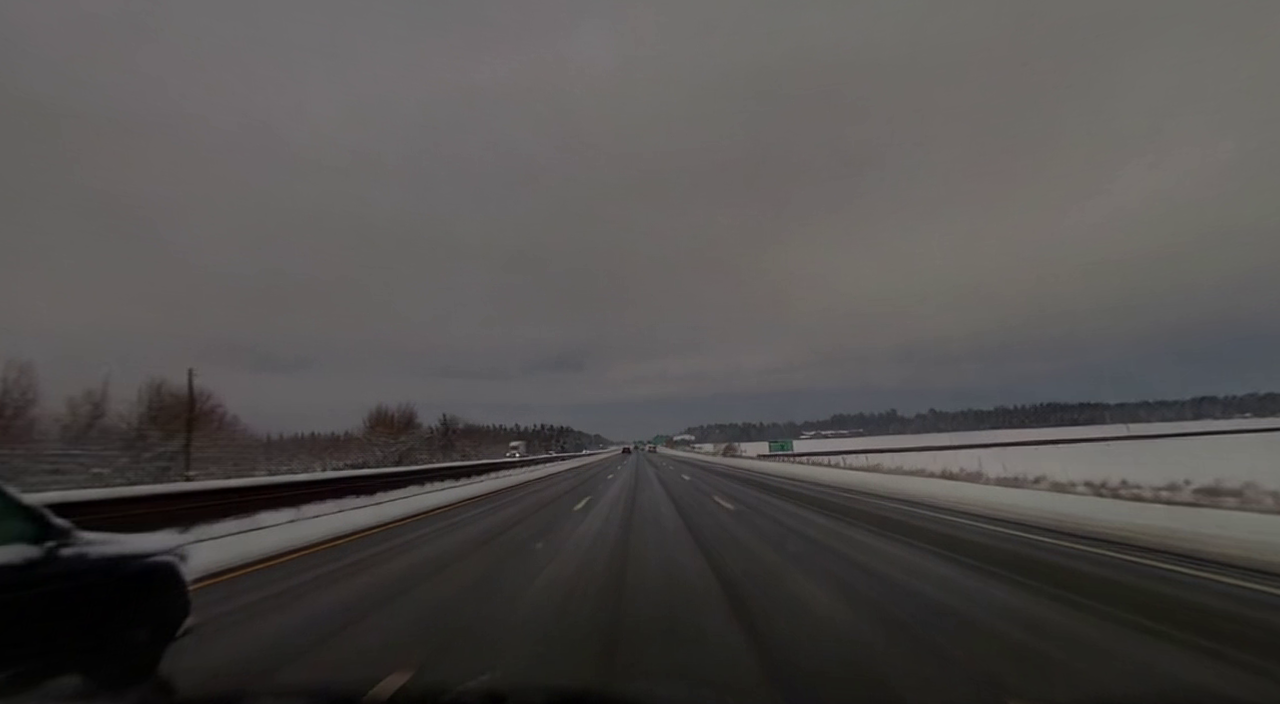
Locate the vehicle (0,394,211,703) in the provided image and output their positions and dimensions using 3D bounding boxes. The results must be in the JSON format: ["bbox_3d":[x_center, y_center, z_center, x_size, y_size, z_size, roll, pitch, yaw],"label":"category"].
[{"bbox_3d":[-3.442,0.787,1.622,1.815,1.500,4.036,0,-9,0],"label":"vehicle"}]
